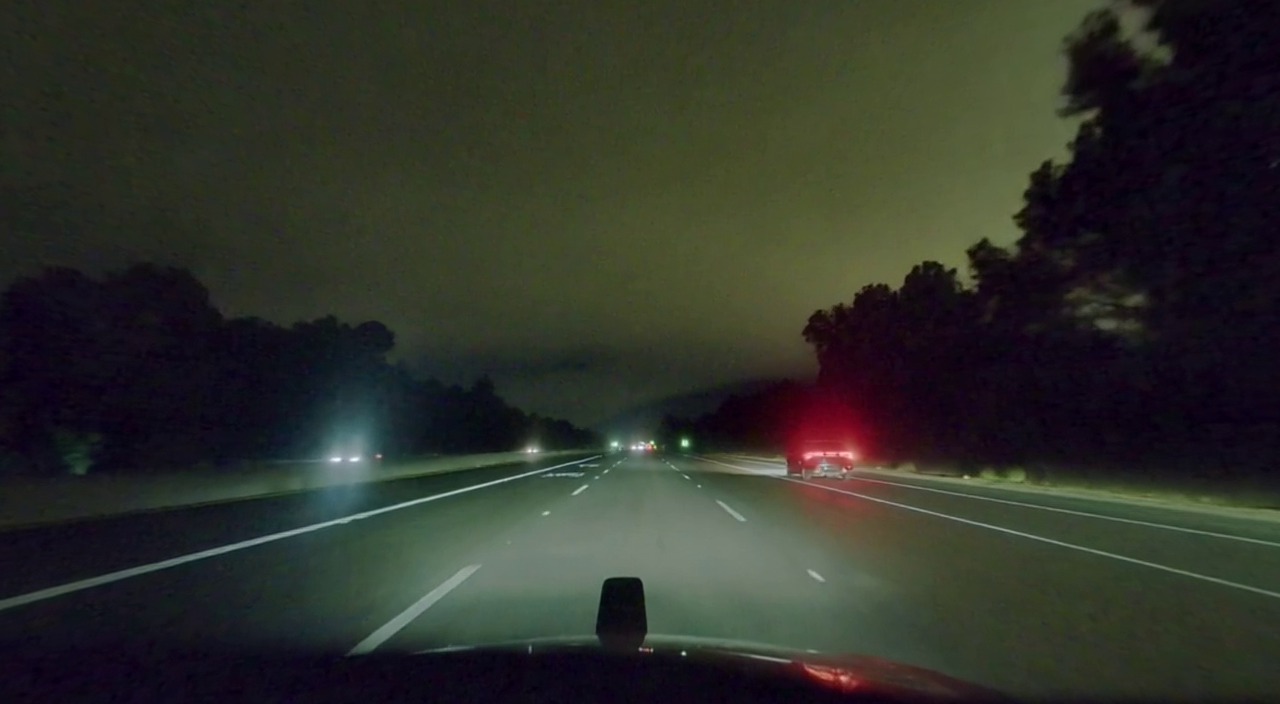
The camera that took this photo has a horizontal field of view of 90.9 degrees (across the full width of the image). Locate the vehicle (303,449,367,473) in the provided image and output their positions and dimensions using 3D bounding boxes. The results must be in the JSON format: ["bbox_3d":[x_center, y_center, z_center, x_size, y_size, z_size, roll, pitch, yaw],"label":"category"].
[{"bbox_3d":[-21.113,7.545,43.848,1.824,1.558,5.076,0,-8,1],"label":"vehicle"}]
